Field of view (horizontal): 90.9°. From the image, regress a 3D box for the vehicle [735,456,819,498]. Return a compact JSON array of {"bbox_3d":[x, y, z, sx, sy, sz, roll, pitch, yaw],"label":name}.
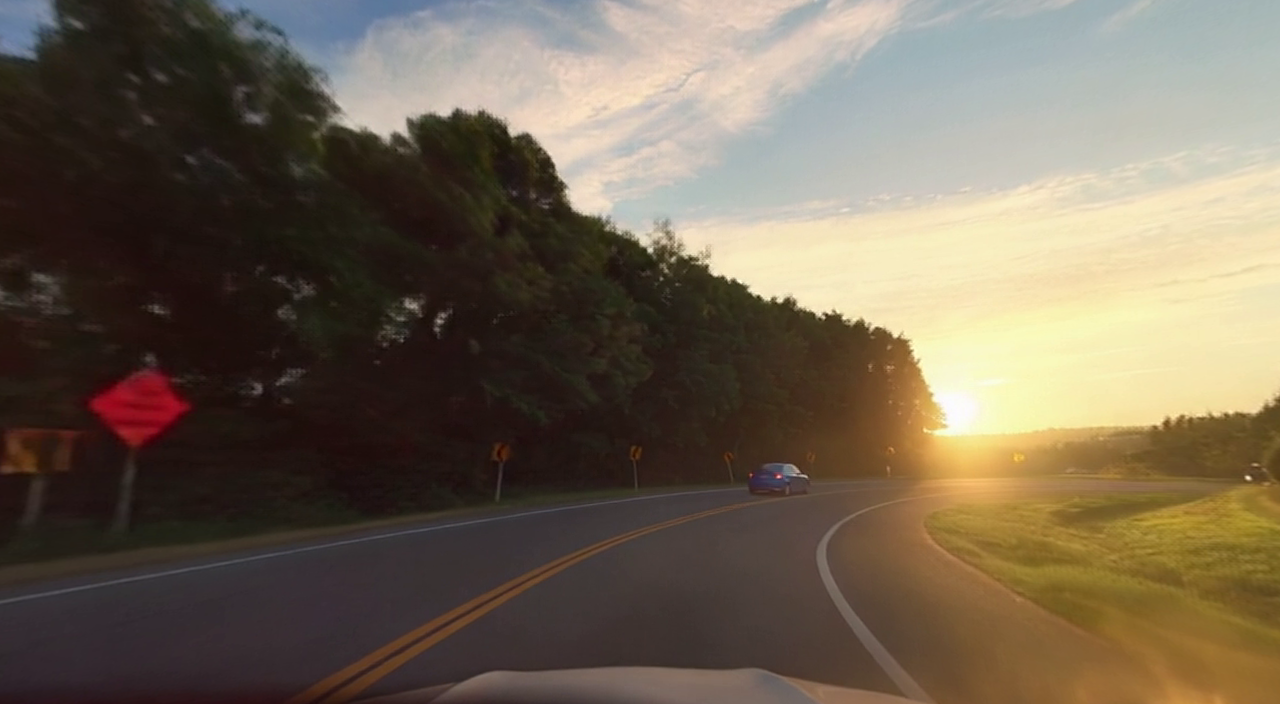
[{"bbox_3d":[6.135,5.503,27.909,1.997,1.692,4.422,-7,-13,35],"label":"vehicle"}]
